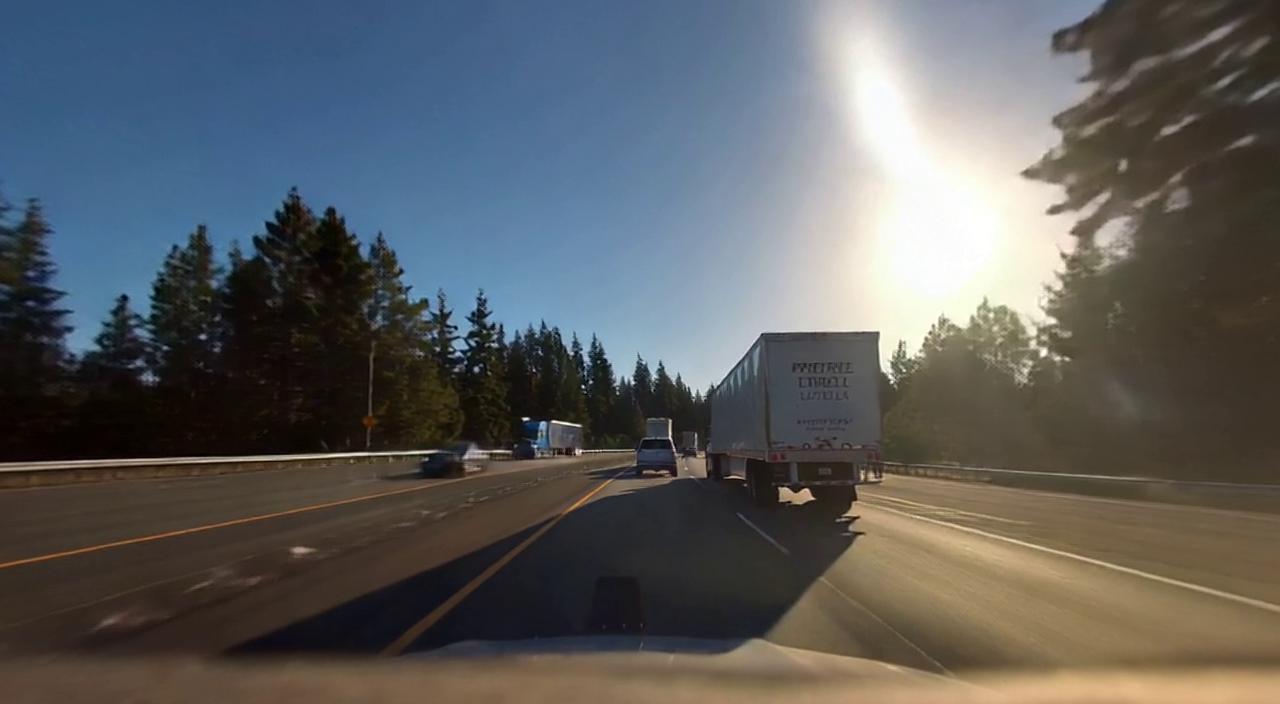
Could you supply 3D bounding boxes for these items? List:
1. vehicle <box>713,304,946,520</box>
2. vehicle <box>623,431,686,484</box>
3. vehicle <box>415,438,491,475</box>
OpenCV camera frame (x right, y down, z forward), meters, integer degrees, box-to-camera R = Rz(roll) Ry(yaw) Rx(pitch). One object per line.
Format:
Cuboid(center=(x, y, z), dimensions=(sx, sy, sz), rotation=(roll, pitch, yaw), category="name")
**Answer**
Cuboid(center=(4.554, 2.349, 20.437), dimensions=(2.899, 4.160, 16.621), rotation=(0, -9, 2), category="vehicle")
Cuboid(center=(0.568, 4.029, 24.422), dimensions=(2.222, 1.848, 4.610), rotation=(0, -8, 2), category="vehicle")
Cuboid(center=(-8.701, 4.887, 29.786), dimensions=(2.071, 1.610, 4.399), rotation=(0, -8, 2), category="vehicle")
